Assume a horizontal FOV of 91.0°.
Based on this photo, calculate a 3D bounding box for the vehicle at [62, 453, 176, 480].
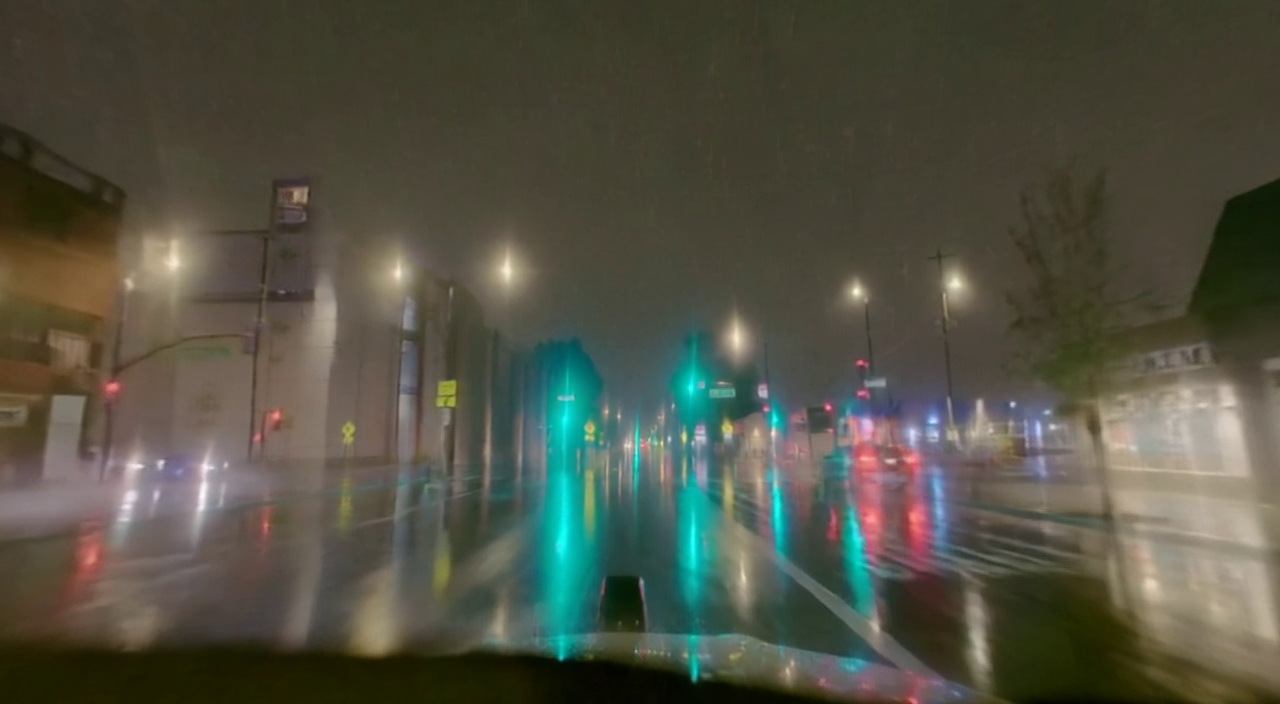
[{"bbox_3d":[-30.219,6.639,36.643,4.686,1.463,2.065,1,-9,-3],"label":"vehicle"}]

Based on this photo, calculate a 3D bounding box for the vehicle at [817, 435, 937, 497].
[{"bbox_3d":[7.234,3.509,19.804,1.950,1.686,4.509,1,-9,-1],"label":"vehicle"}]

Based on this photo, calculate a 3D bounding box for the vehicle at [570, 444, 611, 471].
[{"bbox_3d":[-2.851,6.217,37.246,2.078,1.471,4.217,0,-9,0],"label":"vehicle"}]

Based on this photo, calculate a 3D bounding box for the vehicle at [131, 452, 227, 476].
[{"bbox_3d":[-29.482,7.173,40.297,4.644,1.428,1.814,0,-8,-1],"label":"vehicle"}]
